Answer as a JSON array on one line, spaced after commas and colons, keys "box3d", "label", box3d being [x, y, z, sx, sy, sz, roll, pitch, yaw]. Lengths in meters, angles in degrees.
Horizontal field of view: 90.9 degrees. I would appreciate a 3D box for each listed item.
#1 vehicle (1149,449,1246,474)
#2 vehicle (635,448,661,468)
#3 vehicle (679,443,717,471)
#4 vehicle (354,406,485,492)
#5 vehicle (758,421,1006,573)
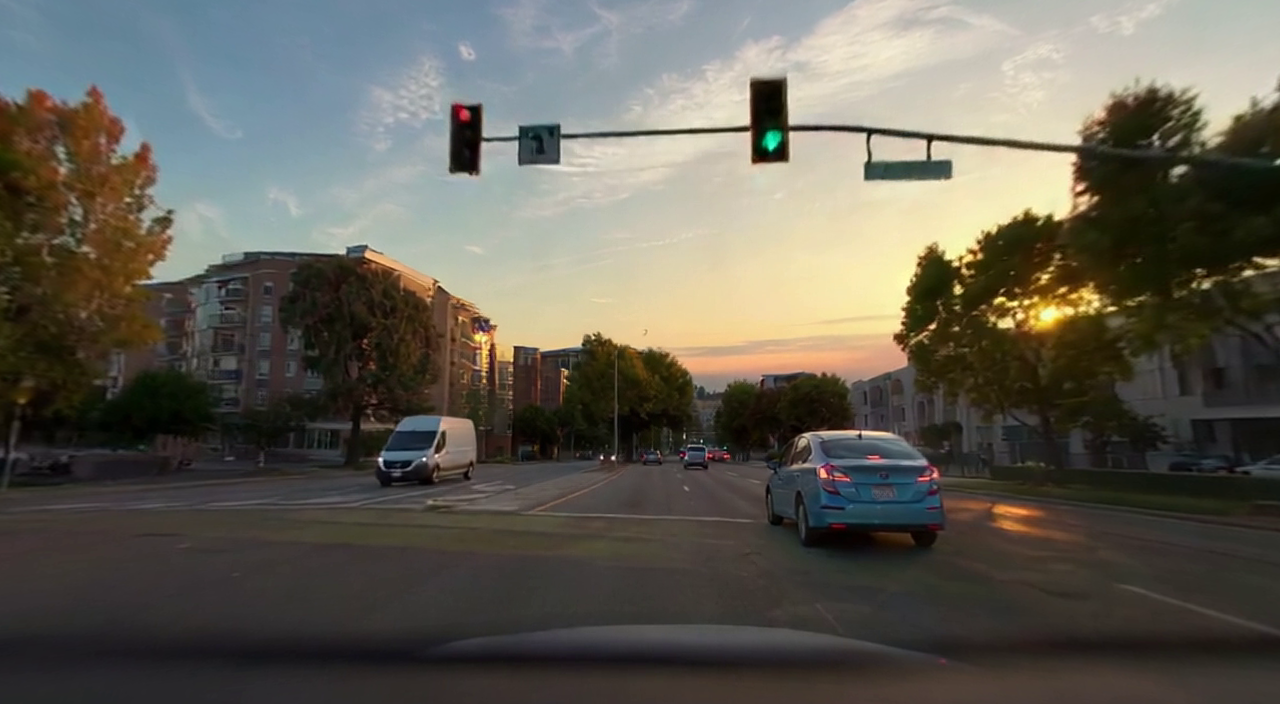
[{"box3d": [35.627, 6.983, 40.395, 1.898, 1.530, 4.215, 2, -9, -12], "label": "vehicle"}, {"box3d": [0.627, 8.227, 49.080, 1.991, 1.477, 3.814, 0, -9, 1], "label": "vehicle"}, {"box3d": [3.967, 7.278, 43.847, 2.154, 1.844, 4.634, 0, -9, 0], "label": "vehicle"}, {"box3d": [-8.351, 3.829, 24.932, 2.524, 2.885, 6.868, 1, -9, 1], "label": "vehicle"}, {"box3d": [3.016, 1.881, 8.908, 1.901, 1.634, 3.952, 0, -9, 0], "label": "vehicle"}]
